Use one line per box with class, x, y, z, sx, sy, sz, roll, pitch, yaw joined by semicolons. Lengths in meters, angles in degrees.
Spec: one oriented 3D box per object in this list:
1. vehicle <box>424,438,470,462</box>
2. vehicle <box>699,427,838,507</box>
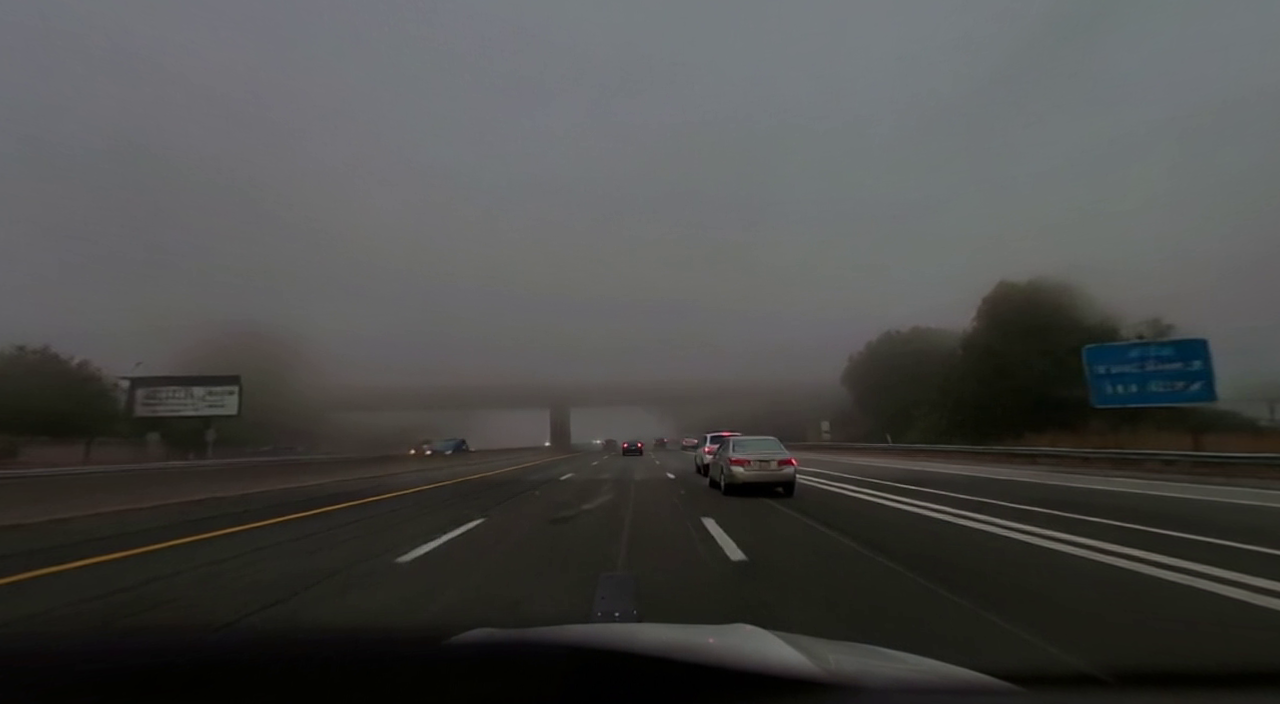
vehicle;-12.374;6.304;40.583;1.835;1.425;3.515;0;-8;1
vehicle;2.895;2.716;15.551;2.240;1.646;4.949;1;-8;-2
